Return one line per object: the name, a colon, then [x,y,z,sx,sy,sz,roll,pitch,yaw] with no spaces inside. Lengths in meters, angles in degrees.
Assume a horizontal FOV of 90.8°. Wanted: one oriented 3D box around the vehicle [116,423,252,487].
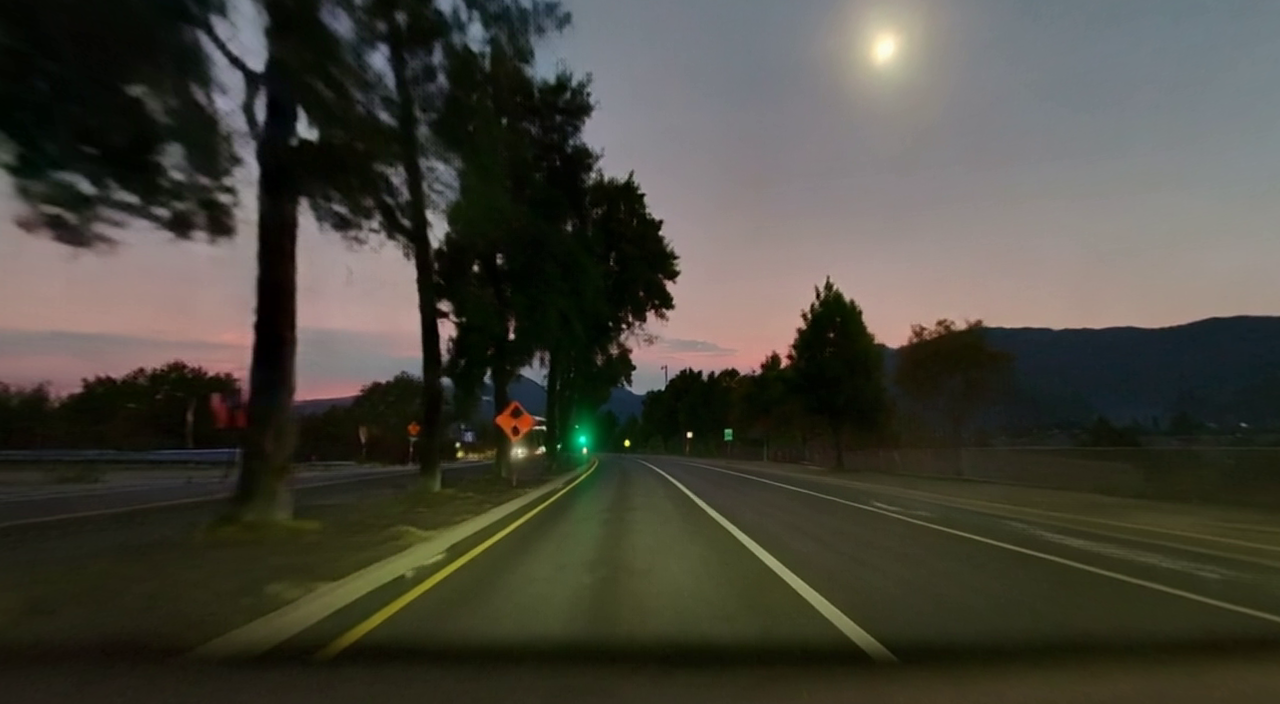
vehicle: [-15.724,3.561,22.032,2.340,2.062,3.192,0,-8,-3]
